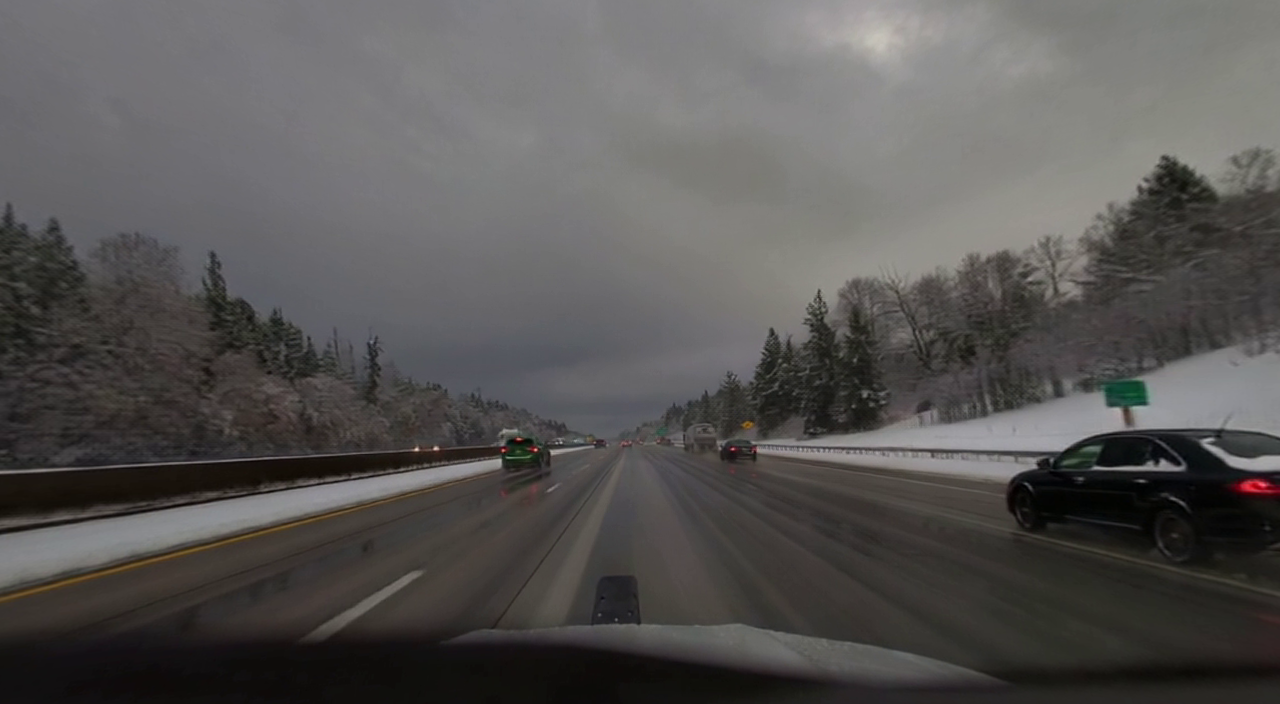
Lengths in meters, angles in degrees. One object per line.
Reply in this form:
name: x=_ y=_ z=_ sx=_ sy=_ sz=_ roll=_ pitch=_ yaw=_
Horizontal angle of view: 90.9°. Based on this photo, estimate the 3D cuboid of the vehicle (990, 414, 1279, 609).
vehicle: x=5.920 y=1.457 z=6.589 sx=2.028 sy=1.488 sz=4.236 roll=0 pitch=-8 yaw=-1

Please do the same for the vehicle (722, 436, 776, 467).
vehicle: x=5.428 y=4.991 z=31.943 sx=1.920 sy=1.436 sz=3.890 roll=0 pitch=-8 yaw=-2

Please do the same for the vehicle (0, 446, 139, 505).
vehicle: x=-16.645 y=3.407 z=17.879 sx=1.761 sy=1.419 sz=3.733 roll=0 pitch=-8 yaw=-1

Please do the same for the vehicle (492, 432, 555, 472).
vehicle: x=-4.849 y=4.198 z=26.743 sx=1.966 sy=1.570 sz=3.859 roll=0 pitch=-8 yaw=-1
